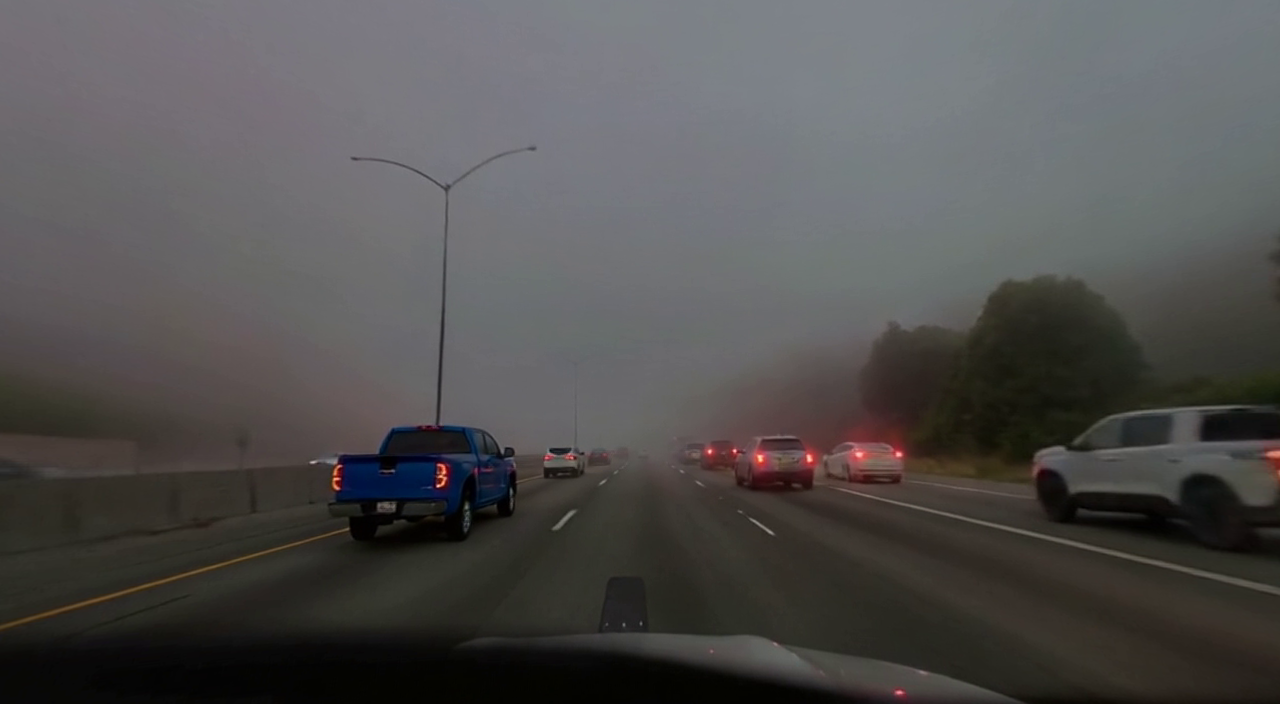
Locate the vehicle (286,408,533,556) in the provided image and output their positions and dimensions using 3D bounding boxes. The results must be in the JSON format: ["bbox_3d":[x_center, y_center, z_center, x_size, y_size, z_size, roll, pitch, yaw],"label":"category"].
[{"bbox_3d":[-3.204,1.927,10.087,2.139,1.764,4.707,-1,-8,0],"label":"vehicle"}]

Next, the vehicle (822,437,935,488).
[{"bbox_3d":[7.632,3.564,20.736,1.904,1.473,4.598,0,-8,0],"label":"vehicle"}]

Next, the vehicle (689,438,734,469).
[{"bbox_3d":[4.135,5.971,37.319,2.023,1.670,4.869,0,-8,-1],"label":"vehicle"}]

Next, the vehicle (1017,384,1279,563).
[{"bbox_3d":[7.797,1.595,8.882,2.067,1.869,4.657,-1,-8,0],"label":"vehicle"}]

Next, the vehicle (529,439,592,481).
[{"bbox_3d":[-3.297,4.565,27.073,1.974,1.589,5.047,-1,-8,1],"label":"vehicle"}]

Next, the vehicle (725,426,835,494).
[{"bbox_3d":[4.032,3.201,19.107,2.144,1.752,4.765,0,-8,-1],"label":"vehicle"}]
